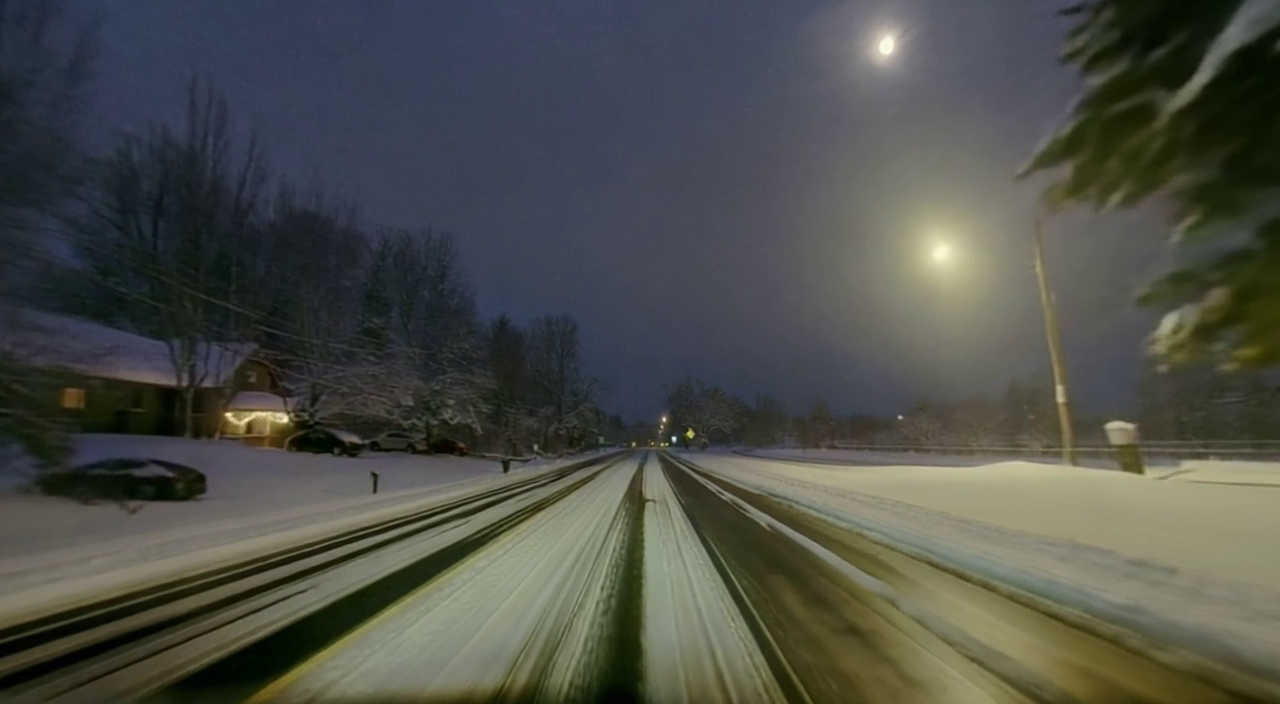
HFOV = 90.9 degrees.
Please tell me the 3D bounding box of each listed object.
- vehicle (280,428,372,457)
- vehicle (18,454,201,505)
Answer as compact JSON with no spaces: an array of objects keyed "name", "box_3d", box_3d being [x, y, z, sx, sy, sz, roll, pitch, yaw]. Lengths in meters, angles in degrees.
[{"name":"vehicle","box_3d":[-19.993,5.785,40.320,4.640,1.765,2.242,0,-8,-3]},{"name":"vehicle","box_3d":[-17.787,4.266,21.303,4.366,1.589,1.970,0,-8,1]}]
